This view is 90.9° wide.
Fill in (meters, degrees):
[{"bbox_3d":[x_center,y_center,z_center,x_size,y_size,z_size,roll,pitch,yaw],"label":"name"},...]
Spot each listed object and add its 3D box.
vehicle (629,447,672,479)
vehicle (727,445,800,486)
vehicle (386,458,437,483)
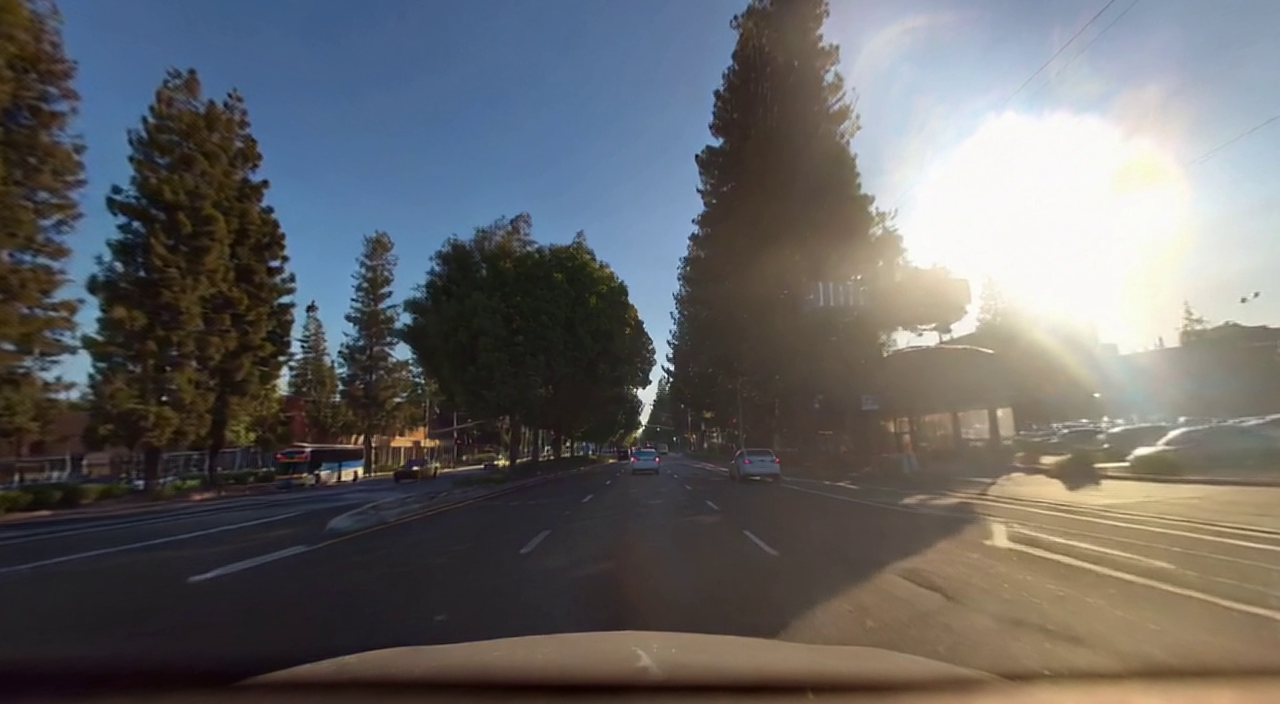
[{"bbox_3d":[0.518,5.784,33.038,2.144,1.505,4.128,0,-9,0],"label":"vehicle"},{"bbox_3d":[4.831,4.503,25.295,2.067,1.497,4.327,-1,-9,1],"label":"vehicle"},{"bbox_3d":[-17.333,8.997,48.033,1.984,1.698,4.885,-1,-9,1],"label":"vehicle"}]
